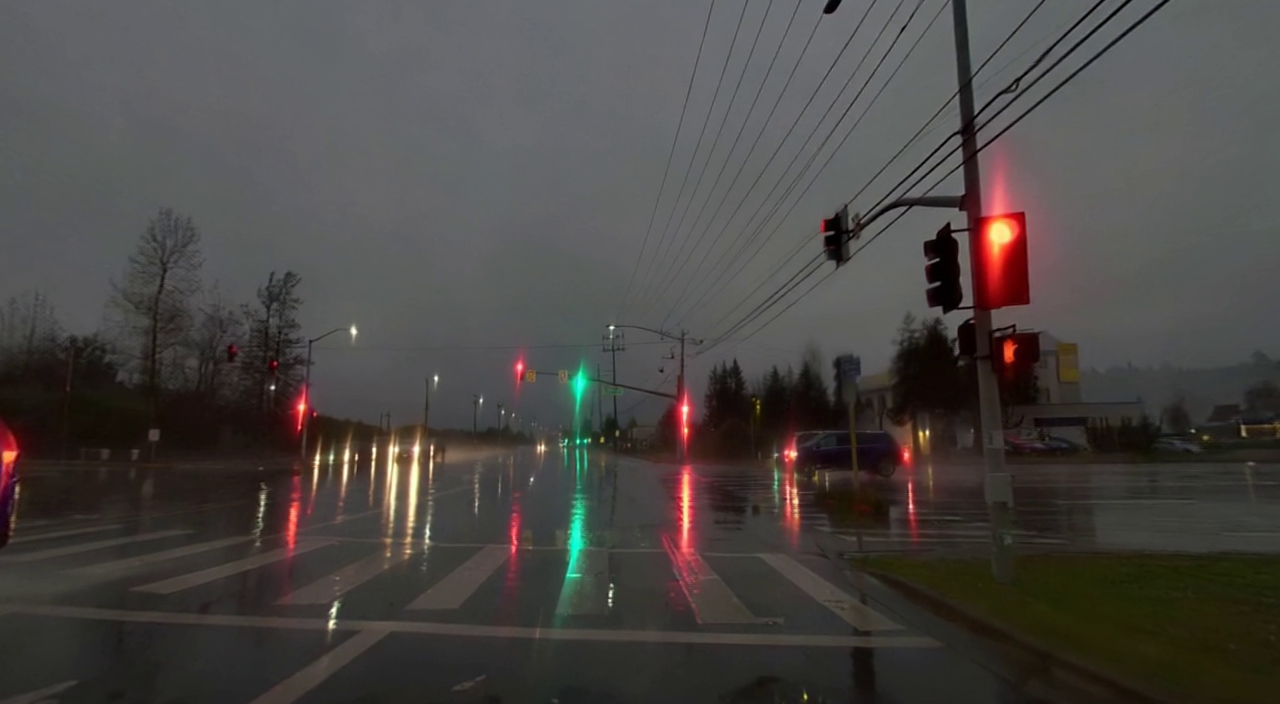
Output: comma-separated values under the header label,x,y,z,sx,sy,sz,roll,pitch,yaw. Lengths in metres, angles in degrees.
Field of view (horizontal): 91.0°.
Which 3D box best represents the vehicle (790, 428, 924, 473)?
label,x,y,z,sx,sy,sz,roll,pitch,yaw
vehicle,8.690,4.024,25.725,4.884,1.714,2.021,-2,-9,12
